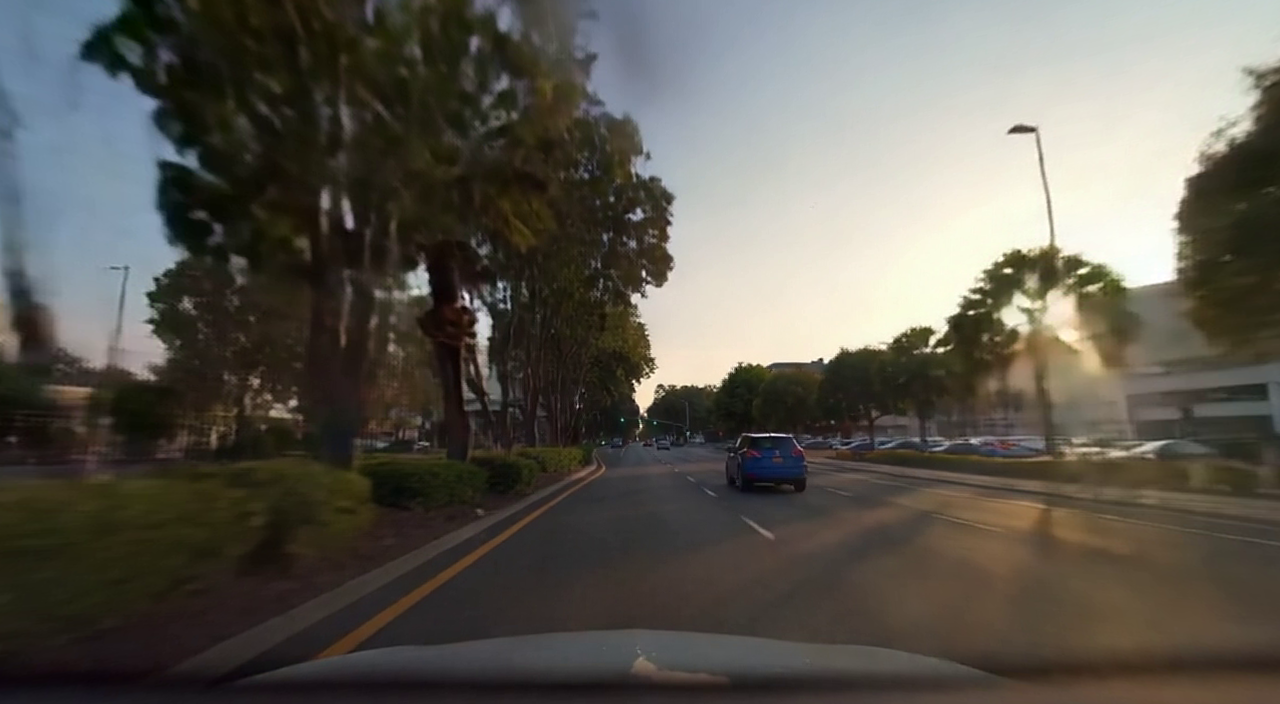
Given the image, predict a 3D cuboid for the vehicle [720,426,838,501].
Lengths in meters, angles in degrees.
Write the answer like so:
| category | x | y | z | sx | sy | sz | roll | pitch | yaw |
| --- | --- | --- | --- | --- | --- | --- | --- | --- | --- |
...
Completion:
| category | x | y | z | sx | sy | sz | roll | pitch | yaw |
| --- | --- | --- | --- | --- | --- | --- | --- | --- | --- |
| vehicle | 3.458 | 2.855 | 16.626 | 2.072 | 1.696 | 4.177 | 0 | -8 | -1 |
